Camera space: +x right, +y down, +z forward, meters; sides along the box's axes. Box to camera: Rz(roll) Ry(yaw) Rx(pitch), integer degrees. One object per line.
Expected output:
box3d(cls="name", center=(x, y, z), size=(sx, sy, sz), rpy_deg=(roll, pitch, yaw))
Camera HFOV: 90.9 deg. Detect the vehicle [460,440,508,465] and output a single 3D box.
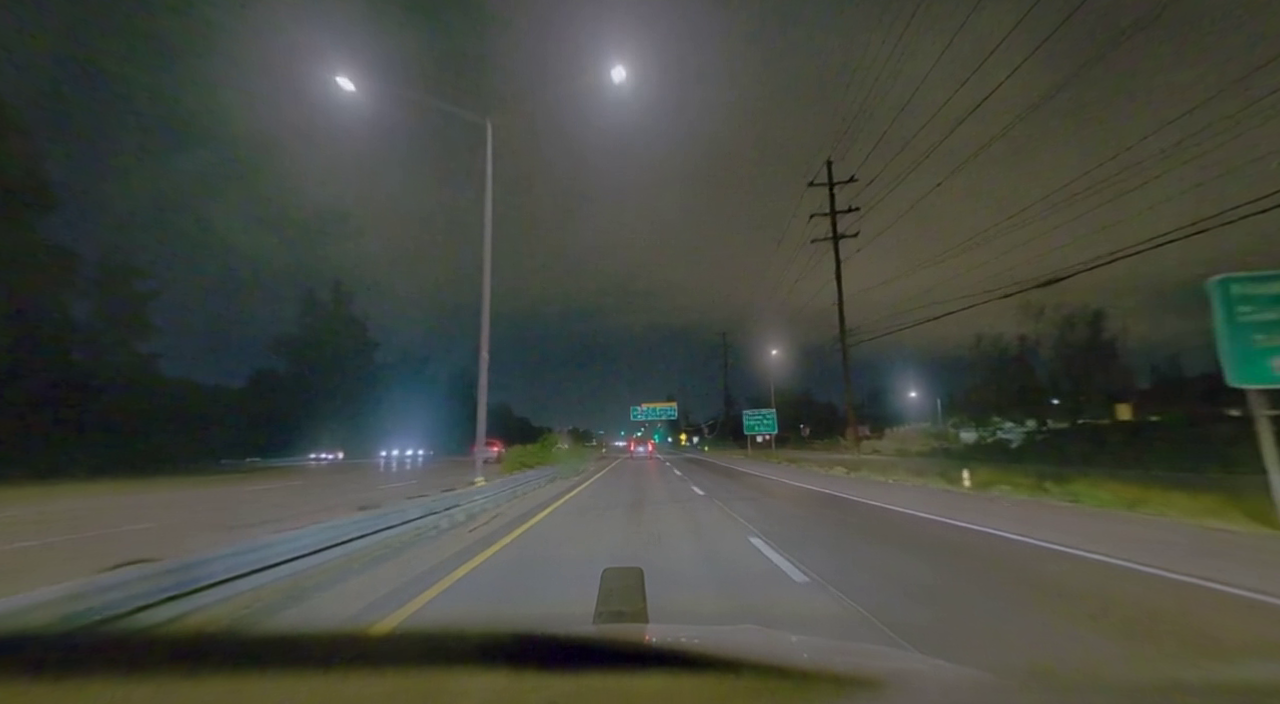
box3d(cls="vehicle", center=(-10.150, 6.563, 41.367), size=(1.947, 1.528, 4.355), rpy_deg=(0, -8, 1))
